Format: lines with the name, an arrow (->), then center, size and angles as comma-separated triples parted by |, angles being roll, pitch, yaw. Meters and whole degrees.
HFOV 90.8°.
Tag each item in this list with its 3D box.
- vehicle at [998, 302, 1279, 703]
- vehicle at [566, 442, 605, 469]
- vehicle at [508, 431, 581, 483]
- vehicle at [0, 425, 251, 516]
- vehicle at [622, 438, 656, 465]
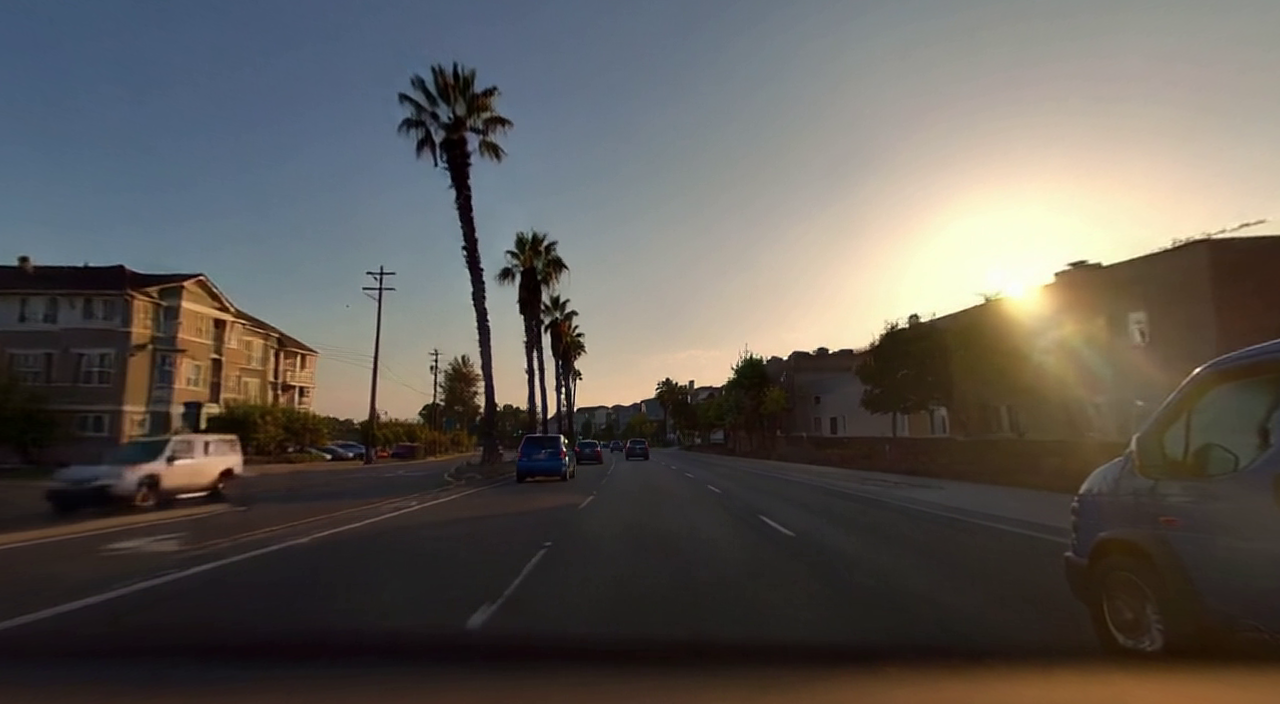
vehicle -> 3.744, 0.689, 2.100 | 2.234, 1.912, 4.847 | 0, -9, 0
vehicle -> -2.982, 5.771, 35.409 | 1.869, 1.454, 4.142 | 0, -9, -1
vehicle -> -3.370, 3.806, 23.080 | 1.967, 1.703, 4.157 | 0, -9, 0
vehicle -> -11.787, 2.682, 14.848 | 2.242, 1.770, 4.782 | 0, -9, 0
vehicle -> -0.119, 6.948, 44.315 | 2.191, 1.761, 3.857 | 0, -9, -2
